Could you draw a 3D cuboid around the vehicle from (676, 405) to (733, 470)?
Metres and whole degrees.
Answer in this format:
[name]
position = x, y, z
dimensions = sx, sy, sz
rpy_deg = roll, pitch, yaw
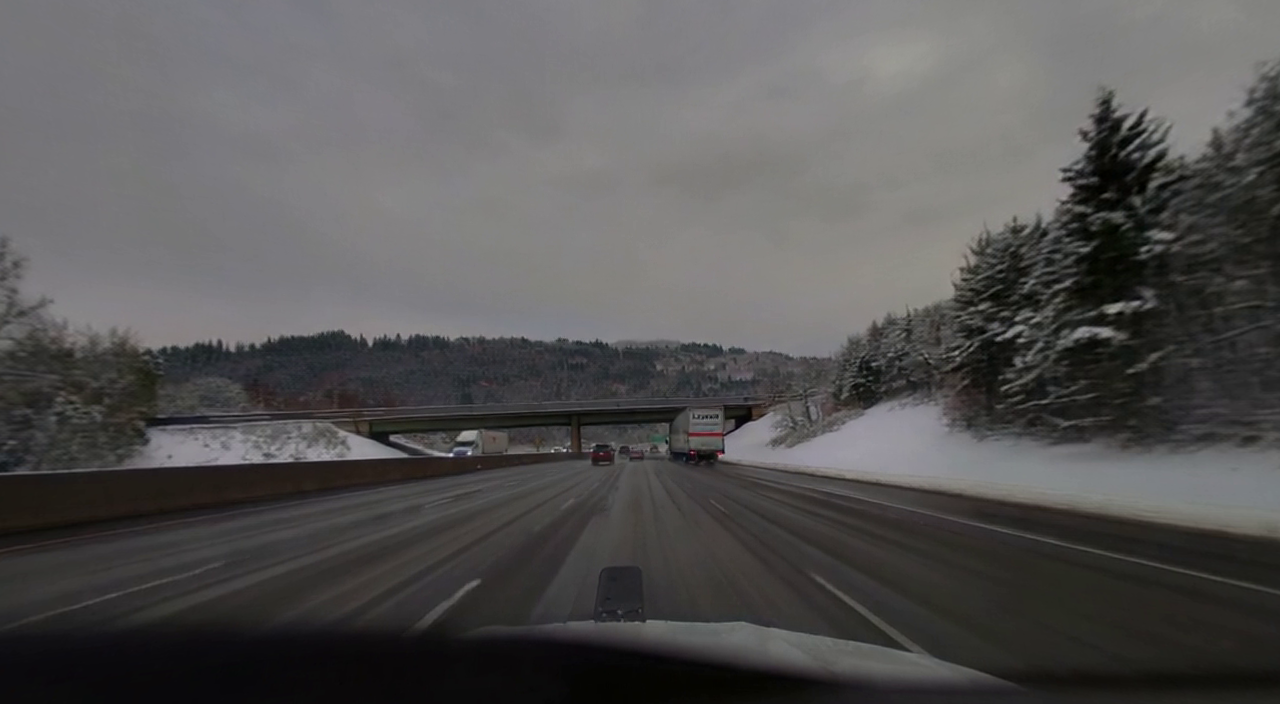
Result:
[vehicle]
position = 4.211, 5.930, 43.185
dimensions = 2.885, 3.992, 8.526
rpy_deg = 0, -9, 0
